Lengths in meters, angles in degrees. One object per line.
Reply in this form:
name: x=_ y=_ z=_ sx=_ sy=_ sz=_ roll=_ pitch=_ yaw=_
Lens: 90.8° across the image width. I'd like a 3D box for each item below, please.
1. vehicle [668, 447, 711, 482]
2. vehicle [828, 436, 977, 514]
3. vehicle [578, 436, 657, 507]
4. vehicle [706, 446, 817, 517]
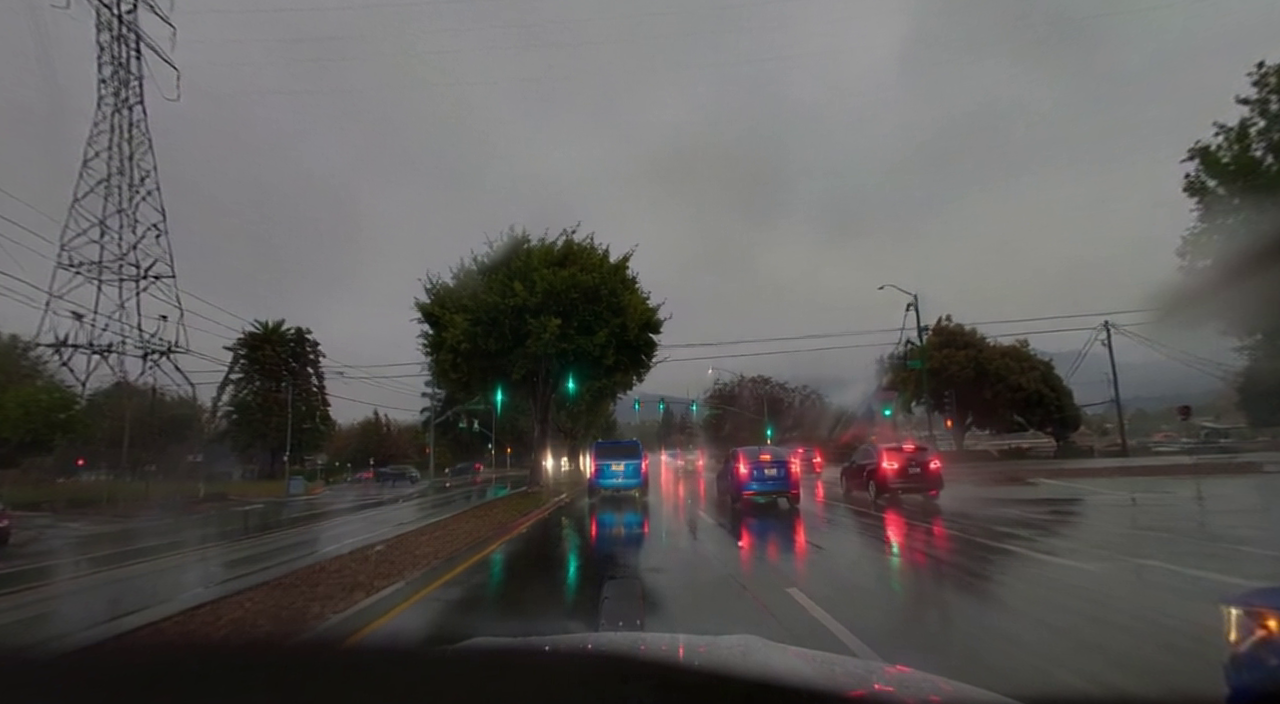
vehicle: x=2.672 y=6.185 z=35.005 sx=1.915 sy=1.765 sz=4.047 roll=0 pitch=-9 yaw=-2
vehicle: x=6.652 y=3.144 z=16.650 sx=1.929 sy=1.753 sz=4.396 roll=0 pitch=-9 yaw=-2
vehicle: x=-0.685 y=3.724 z=20.120 sx=2.231 sy=1.998 sz=4.254 roll=0 pitch=-9 yaw=-1
vehicle: x=2.994 y=3.281 z=16.592 sx=1.880 sy=1.579 sz=4.401 roll=0 pitch=-9 yaw=-2
